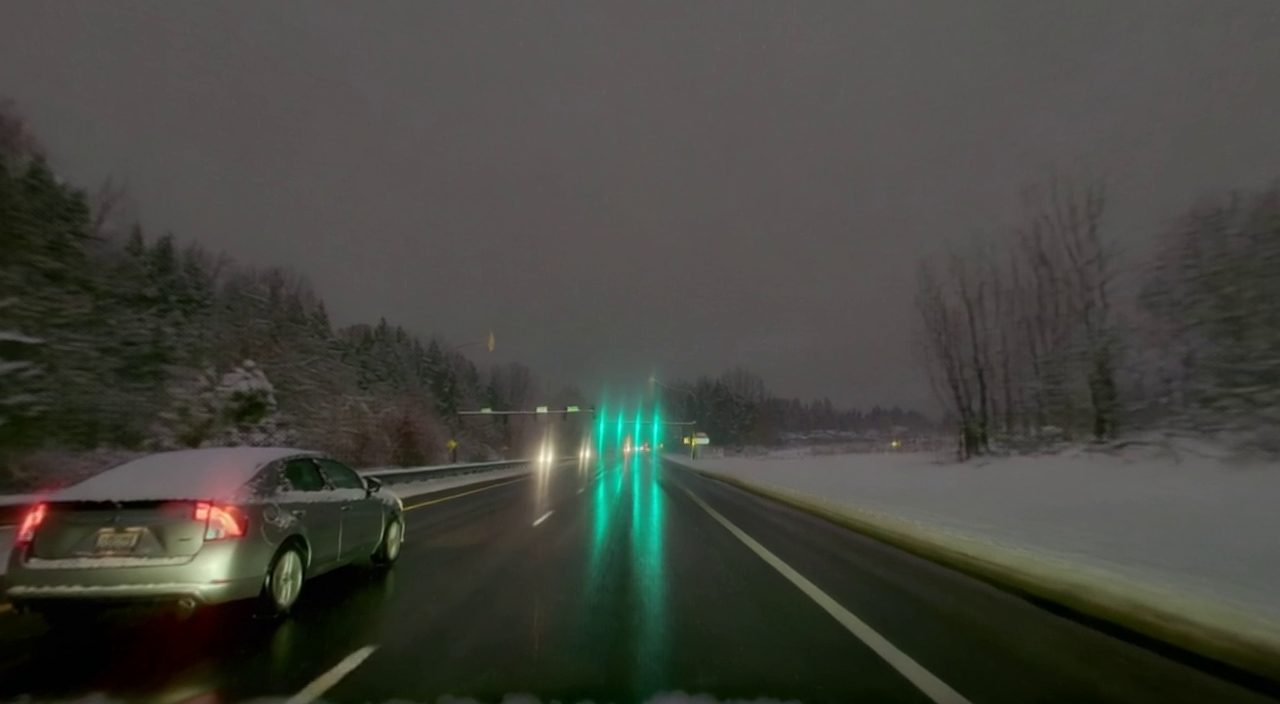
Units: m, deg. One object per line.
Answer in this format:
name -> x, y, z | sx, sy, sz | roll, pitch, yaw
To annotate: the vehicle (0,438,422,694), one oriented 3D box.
vehicle -> -3.716, 1.544, 5.754 | 1.946, 1.437, 4.154 | 0, -9, 0
